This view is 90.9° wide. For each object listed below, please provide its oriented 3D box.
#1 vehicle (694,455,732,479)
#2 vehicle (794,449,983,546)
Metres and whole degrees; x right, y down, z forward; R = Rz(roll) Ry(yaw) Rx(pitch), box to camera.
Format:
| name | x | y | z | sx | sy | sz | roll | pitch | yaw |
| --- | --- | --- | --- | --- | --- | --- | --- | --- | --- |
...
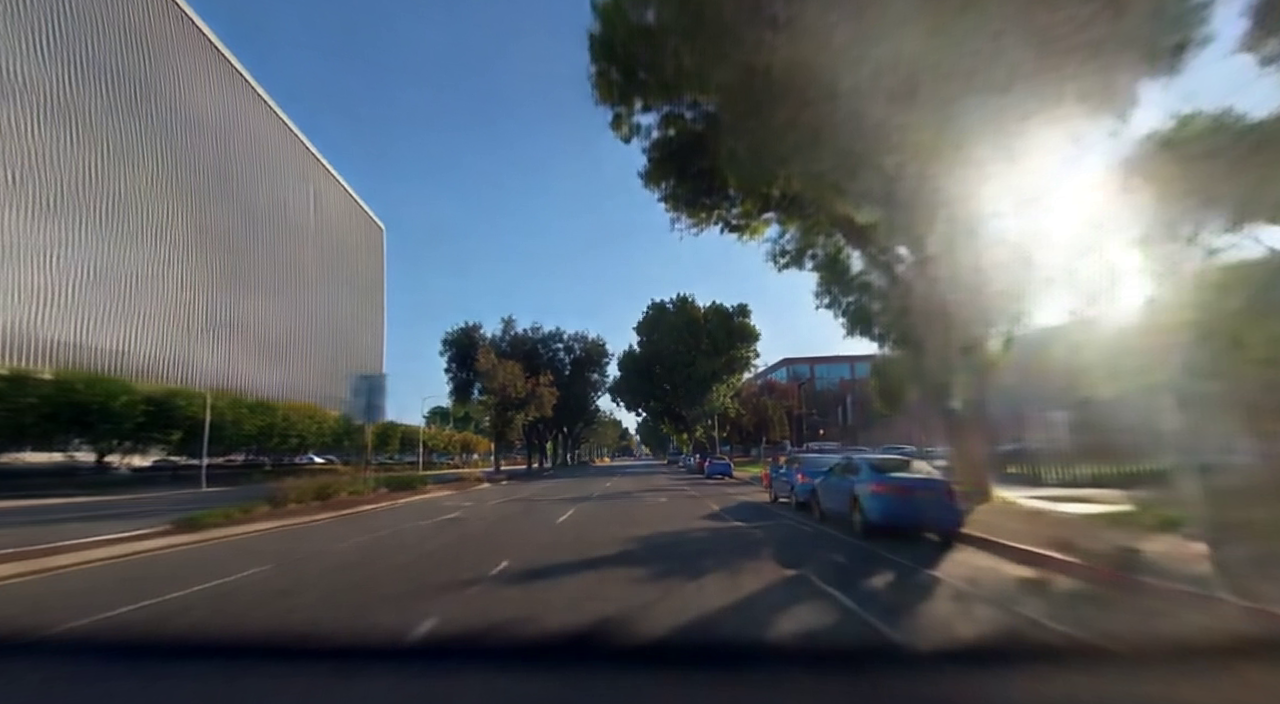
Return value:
| name | x | y | z | sx | sy | sz | roll | pitch | yaw |
| --- | --- | --- | --- | --- | --- | --- | --- | --- | --- |
| vehicle | 4.676 | 7.393 | 40.798 | 1.872 | 1.420 | 4.201 | 0 | -9 | -1 |
| vehicle | 4.526 | 2.672 | 12.329 | 1.909 | 1.503 | 4.368 | 0 | -9 | 0 |
